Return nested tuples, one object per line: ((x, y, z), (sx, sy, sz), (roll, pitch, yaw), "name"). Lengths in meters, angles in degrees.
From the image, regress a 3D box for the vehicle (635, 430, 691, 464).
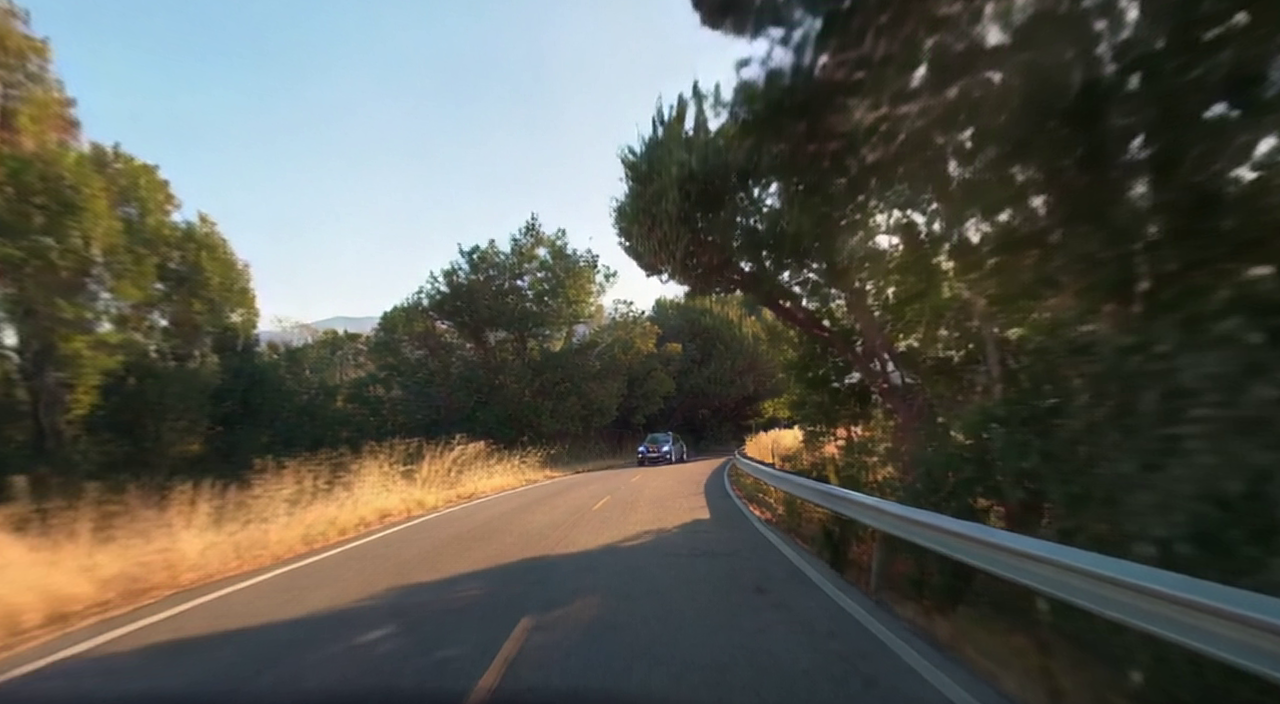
((1.429, 5.457, 36.269), (2.251, 1.799, 4.776), (-3, -9, 14), "vehicle")
